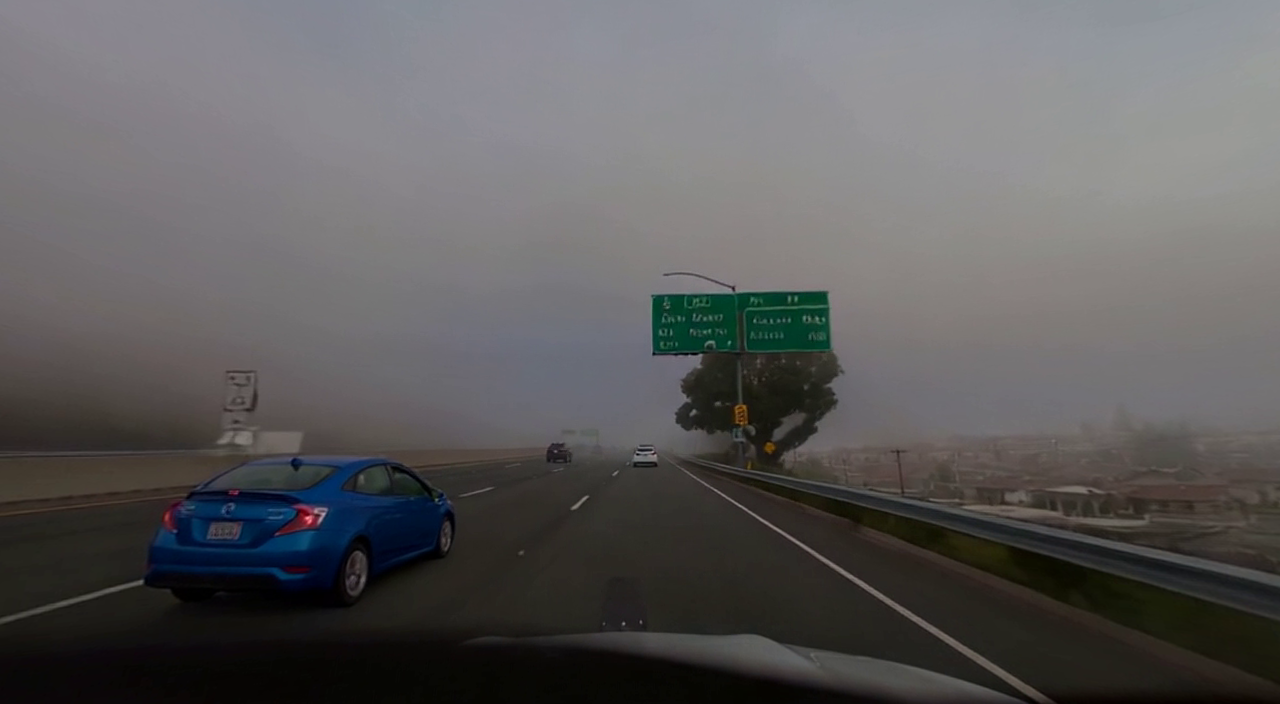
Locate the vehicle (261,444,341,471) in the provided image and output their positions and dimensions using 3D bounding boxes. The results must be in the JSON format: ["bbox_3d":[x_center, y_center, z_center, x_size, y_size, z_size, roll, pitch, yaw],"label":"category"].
[{"bbox_3d":[-19.847,6.185,37.183,1.997,1.489,4.592,0,-8,2],"label":"vehicle"}]

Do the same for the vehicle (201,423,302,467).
[{"bbox_3d":[-23.118,5.579,37.905,2.281,2.427,5.640,0,-8,2],"label":"vehicle"}]

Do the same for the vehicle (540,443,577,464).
[{"bbox_3d":[-6.009,7.545,47.145,2.075,1.528,4.327,0,-8,2],"label":"vehicle"}]

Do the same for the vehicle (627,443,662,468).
[{"bbox_3d":[0.259,6.395,39.037,2.051,1.443,3.770,0,-8,1],"label":"vehicle"}]
